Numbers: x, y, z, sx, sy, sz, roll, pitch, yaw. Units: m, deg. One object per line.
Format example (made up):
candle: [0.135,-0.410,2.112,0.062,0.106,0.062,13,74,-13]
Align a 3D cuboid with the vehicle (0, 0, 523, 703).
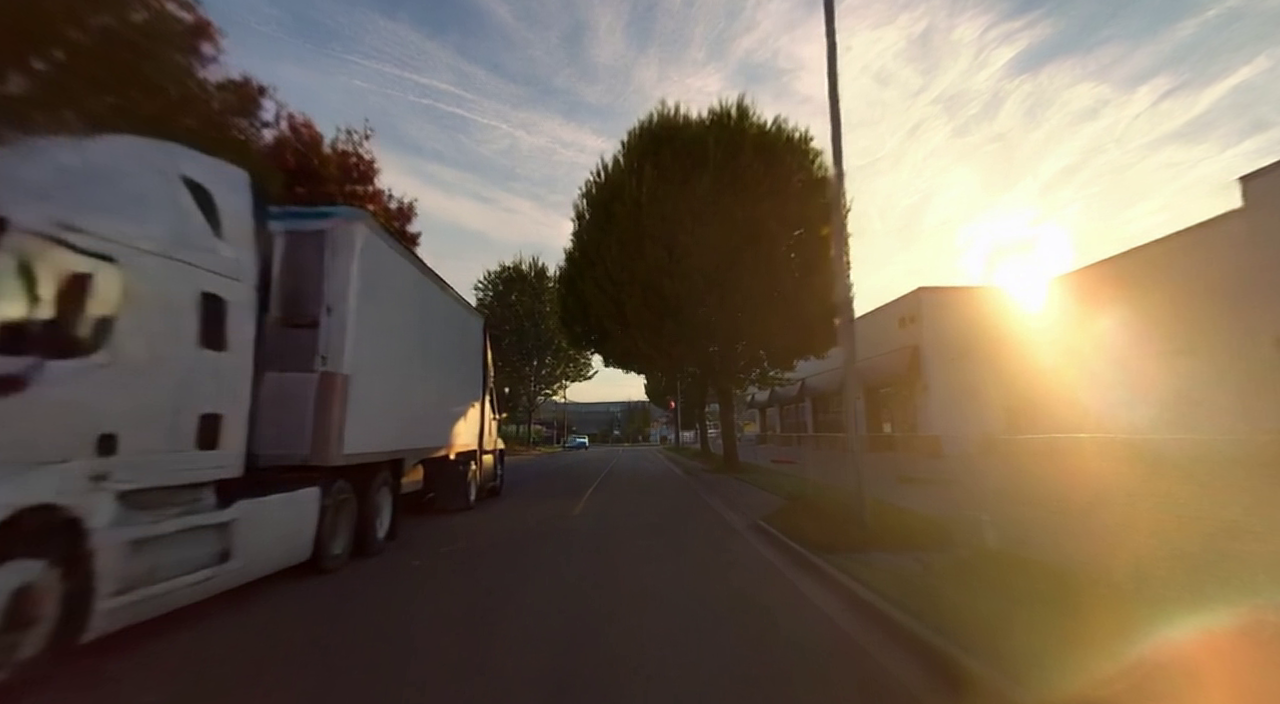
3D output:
vehicle: [-4.844,0.484,10.051,2.976,4.754,15.127,0,-7,0]
